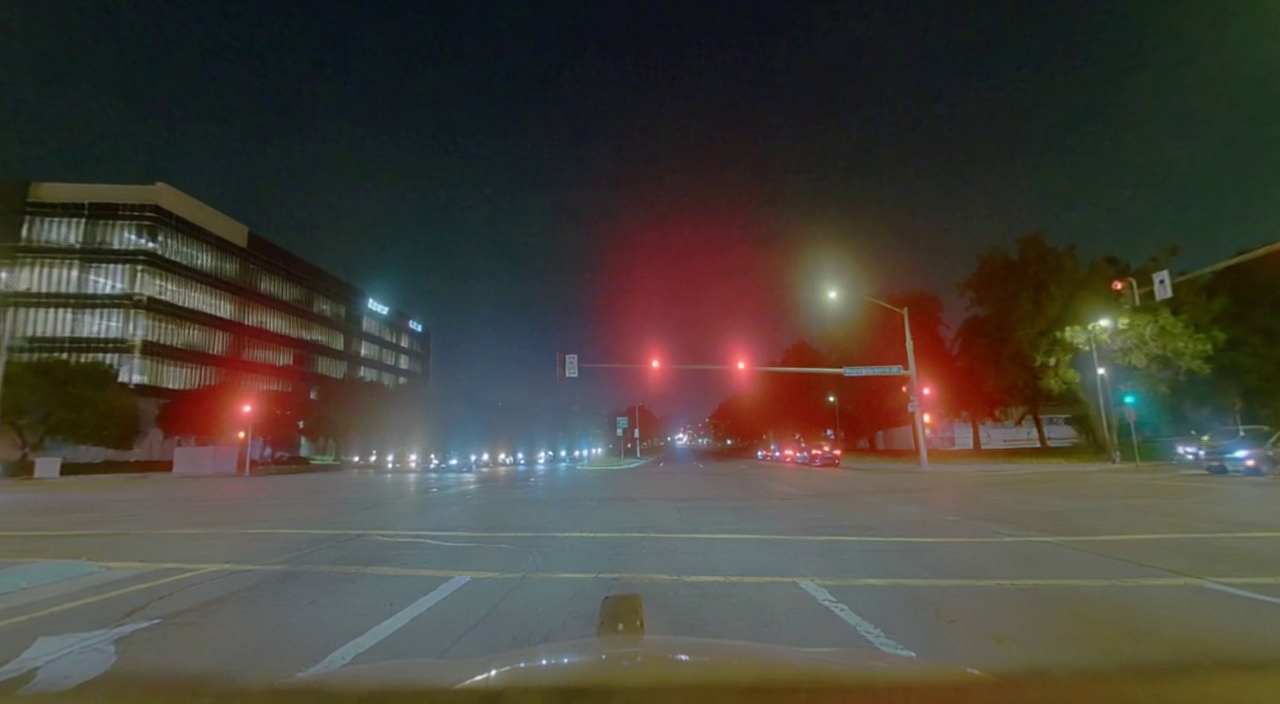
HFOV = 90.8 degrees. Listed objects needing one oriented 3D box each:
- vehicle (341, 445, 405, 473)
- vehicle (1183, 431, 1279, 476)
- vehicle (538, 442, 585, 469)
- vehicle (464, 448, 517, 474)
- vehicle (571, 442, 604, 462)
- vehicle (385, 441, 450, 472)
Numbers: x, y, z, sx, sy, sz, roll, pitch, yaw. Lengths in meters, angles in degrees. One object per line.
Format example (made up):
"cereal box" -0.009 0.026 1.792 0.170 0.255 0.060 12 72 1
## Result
"vehicle" -18.532 7.413 44.083 2.237 1.842 5.116 0 -9 0
"vehicle" 22.328 3.567 22.354 4.474 1.477 1.908 0 -9 -3
"vehicle" -4.558 6.072 37.236 2.109 1.461 4.637 0 -9 1
"vehicle" -7.940 5.802 33.952 1.910 1.288 4.093 0 -9 -1
"vehicle" -4.040 7.832 49.458 2.115 1.445 4.864 0 -9 1
"vehicle" -15.123 7.124 43.262 2.340 1.946 5.450 -1 -9 1
